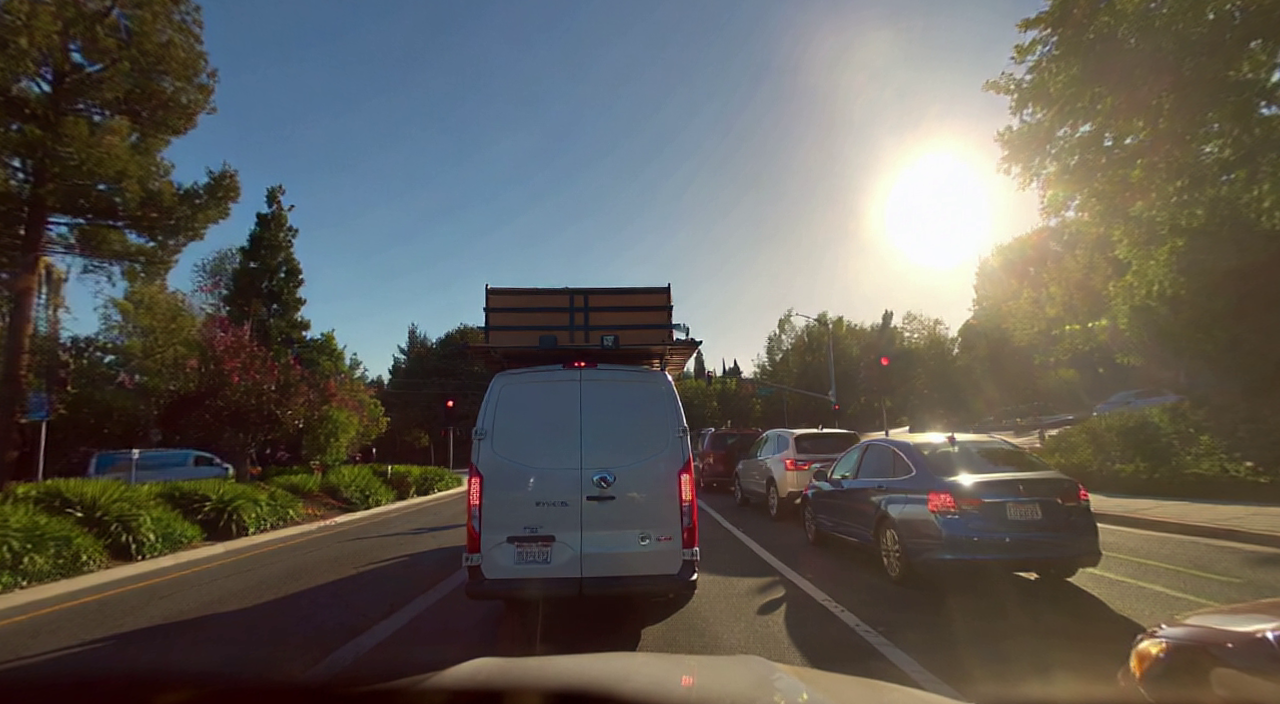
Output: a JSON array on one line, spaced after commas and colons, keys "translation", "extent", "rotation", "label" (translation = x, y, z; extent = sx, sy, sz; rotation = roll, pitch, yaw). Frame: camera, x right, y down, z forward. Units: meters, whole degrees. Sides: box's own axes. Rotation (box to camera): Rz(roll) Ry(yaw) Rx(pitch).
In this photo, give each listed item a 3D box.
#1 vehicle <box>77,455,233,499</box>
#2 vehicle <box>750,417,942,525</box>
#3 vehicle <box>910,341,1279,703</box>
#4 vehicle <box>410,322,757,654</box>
[{"translation": [-22.738, 5.854, 29.898], "extent": [5.241, 1.894, 2.257], "rotation": [2, -9, -15], "label": "vehicle"}, {"translation": [3.680, 2.222, 12.267], "extent": [2.024, 1.692, 4.252], "rotation": [1, -9, -4], "label": "vehicle"}, {"translation": [3.449, 0.941, 3.418], "extent": [1.965, 1.671, 4.146], "rotation": [0, -9, -3], "label": "vehicle"}, {"translation": [-0.360, 1.157, 6.194], "extent": [2.145, 2.089, 4.309], "rotation": [0, -9, 0], "label": "vehicle"}]
